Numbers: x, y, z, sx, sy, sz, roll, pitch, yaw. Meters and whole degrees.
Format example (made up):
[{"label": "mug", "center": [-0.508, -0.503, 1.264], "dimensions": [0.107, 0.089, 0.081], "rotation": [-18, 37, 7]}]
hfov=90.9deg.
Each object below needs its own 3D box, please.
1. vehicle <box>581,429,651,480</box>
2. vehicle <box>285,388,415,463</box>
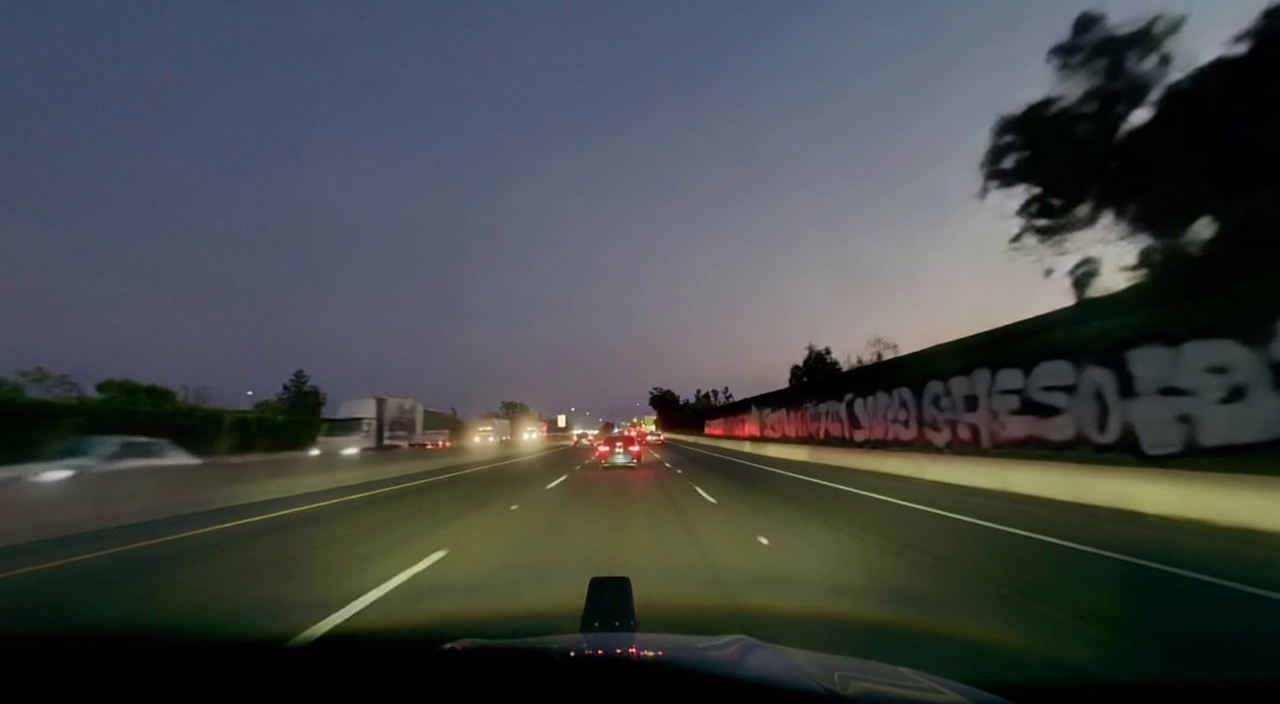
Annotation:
[{"label": "vehicle", "center": [-0.716, 3.223, 20.145], "dimensions": [2.044, 1.477, 3.693], "rotation": [0, -8, -1]}, {"label": "vehicle", "center": [-17.411, 4.667, 39.082], "dimensions": [2.968, 3.967, 11.156], "rotation": [0, -8, -1]}]
